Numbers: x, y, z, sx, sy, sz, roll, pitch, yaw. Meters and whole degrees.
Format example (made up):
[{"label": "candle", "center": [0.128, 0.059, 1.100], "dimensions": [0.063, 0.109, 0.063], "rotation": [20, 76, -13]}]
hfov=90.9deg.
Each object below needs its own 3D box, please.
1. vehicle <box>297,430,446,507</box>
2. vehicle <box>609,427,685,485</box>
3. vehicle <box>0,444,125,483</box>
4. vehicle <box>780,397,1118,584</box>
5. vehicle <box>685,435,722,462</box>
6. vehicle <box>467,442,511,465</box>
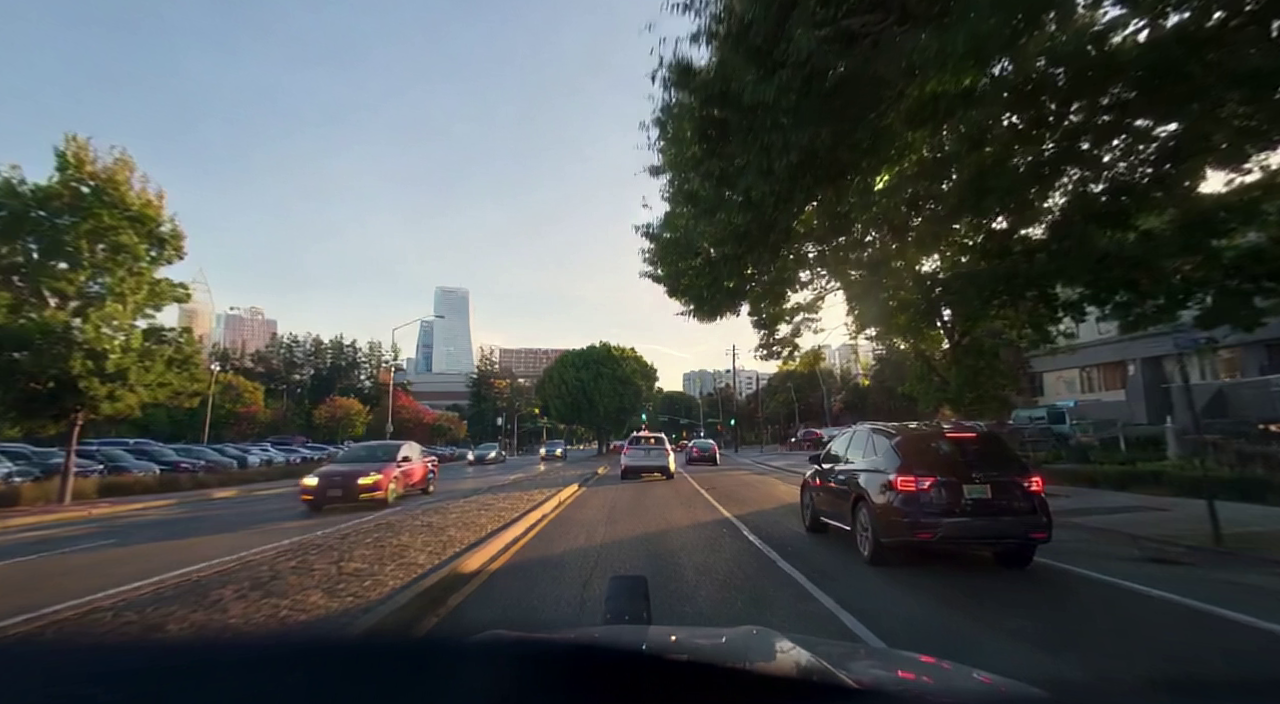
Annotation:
[{"label": "vehicle", "center": [-6.605, 2.901, 16.127], "dimensions": [1.936, 1.681, 4.274], "rotation": [0, -8, 0]}, {"label": "vehicle", "center": [0.205, 3.307, 20.360], "dimensions": [2.200, 1.653, 4.127], "rotation": [0, -8, 0]}, {"label": "vehicle", "center": [-22.556, 4.198, 23.923], "dimensions": [4.289, 1.387, 1.950], "rotation": [0, -8, 0]}, {"label": "vehicle", "center": [3.375, 1.608, 8.153], "dimensions": [2.024, 1.711, 4.512], "rotation": [0, -8, 0]}, {"label": "vehicle", "center": [3.781, 5.843, 38.193], "dimensions": [1.880, 1.503, 4.130], "rotation": [0, -8, 1]}, {"label": "vehicle", "center": [-10.376, 7.014, 43.578], "dimensions": [1.967, 1.494, 4.483], "rotation": [0, -8, 0]}]
